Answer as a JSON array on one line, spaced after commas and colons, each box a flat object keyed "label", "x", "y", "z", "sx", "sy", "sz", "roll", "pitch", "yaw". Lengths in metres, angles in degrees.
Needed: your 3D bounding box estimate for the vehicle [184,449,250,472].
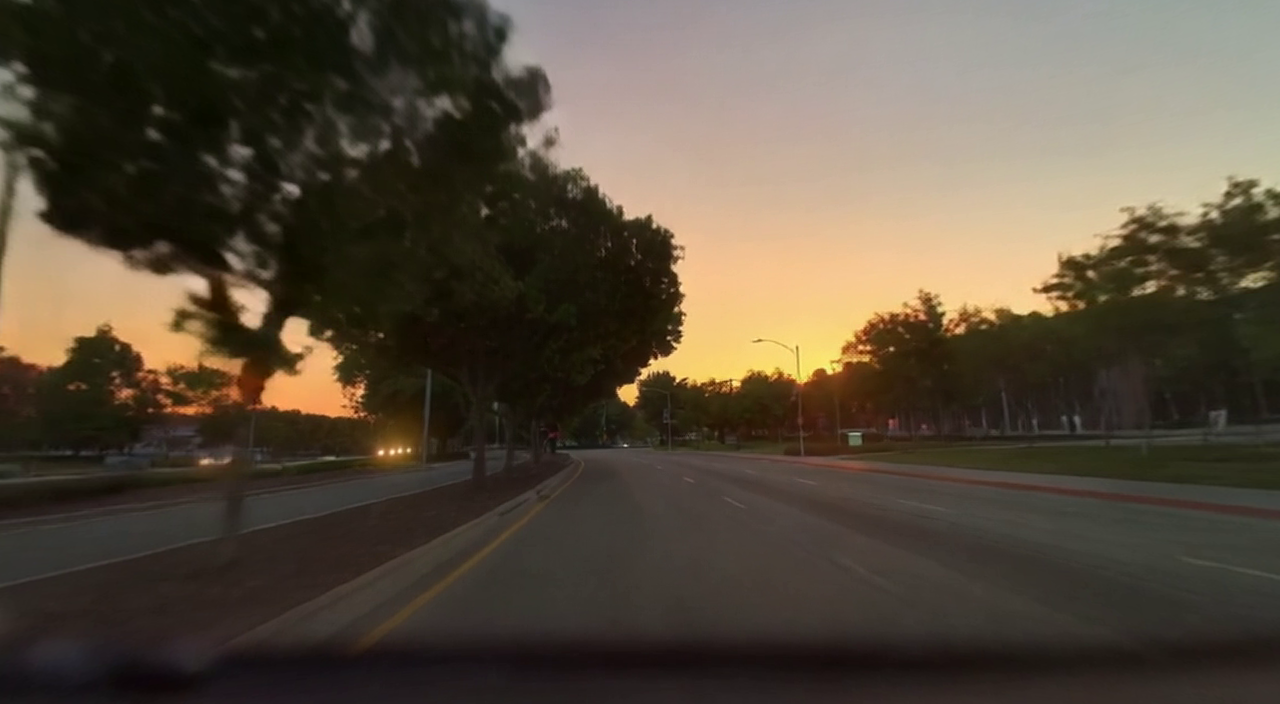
[{"label": "vehicle", "x": -29.467, "y": 7.519, "z": 44.184, "sx": 1.863, "sy": 1.468, "sz": 4.560, "roll": 1, "pitch": -8, "yaw": -6}]
